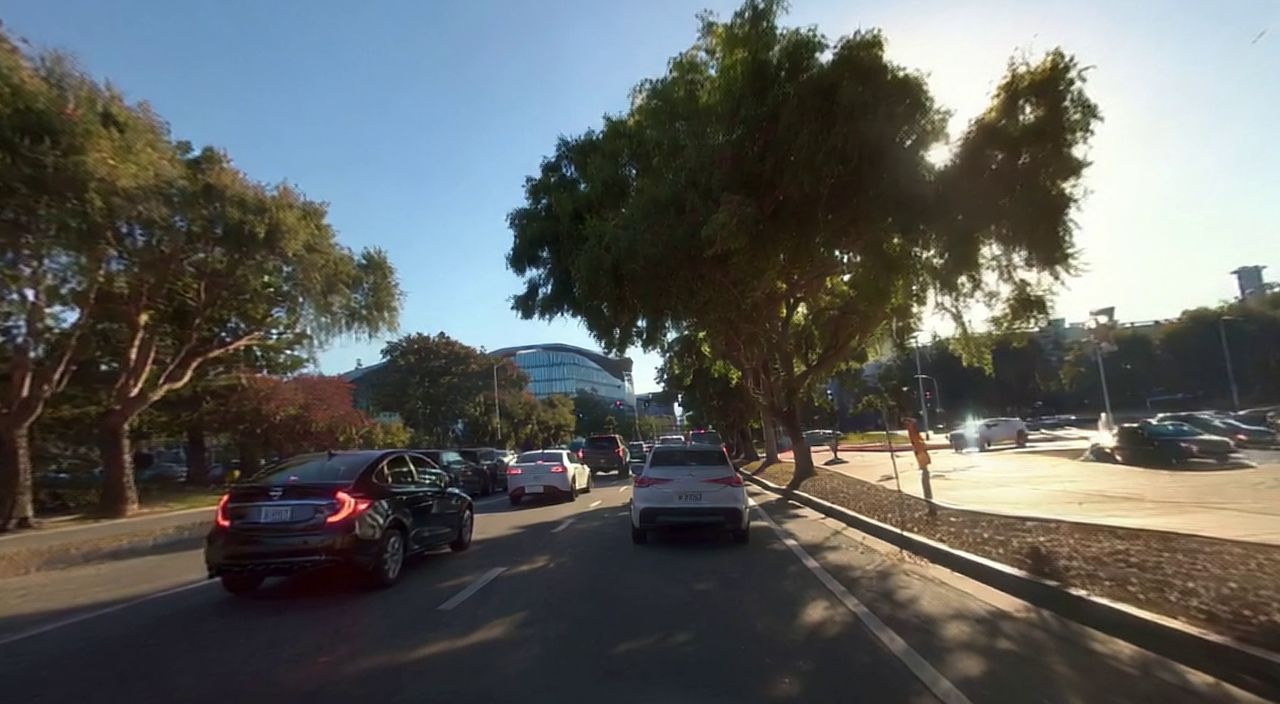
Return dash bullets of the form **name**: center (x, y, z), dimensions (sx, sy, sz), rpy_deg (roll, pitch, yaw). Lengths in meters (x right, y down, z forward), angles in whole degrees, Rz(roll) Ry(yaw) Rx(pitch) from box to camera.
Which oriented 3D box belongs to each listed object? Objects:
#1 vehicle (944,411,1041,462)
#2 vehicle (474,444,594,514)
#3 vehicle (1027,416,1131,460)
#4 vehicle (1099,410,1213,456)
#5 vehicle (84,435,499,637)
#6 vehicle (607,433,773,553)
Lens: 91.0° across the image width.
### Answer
- **vehicle**: center (14.700, 3.610, 26.606), dimensions (2.288, 1.933, 4.612), rpy_deg (-2, -9, 13)
- **vehicle**: center (-2.464, 3.066, 15.798), dimensions (1.870, 1.490, 4.187), rpy_deg (-1, -9, 6)
- **vehicle**: center (18.090, 3.585, 26.188), dimensions (1.803, 1.518, 3.893), rpy_deg (-6, -9, 8)
- **vehicle**: center (20.697, 3.298, 25.489), dimensions (1.902, 1.529, 3.937), rpy_deg (-7, -9, 13)
- **vehicle**: center (-3.162, 1.724, 6.980), dimensions (1.940, 1.502, 4.241), rpy_deg (-1, -9, 4)
- **vehicle**: center (0.768, 2.147, 10.309), dimensions (2.142, 1.528, 4.133), rpy_deg (-1, -9, 4)
